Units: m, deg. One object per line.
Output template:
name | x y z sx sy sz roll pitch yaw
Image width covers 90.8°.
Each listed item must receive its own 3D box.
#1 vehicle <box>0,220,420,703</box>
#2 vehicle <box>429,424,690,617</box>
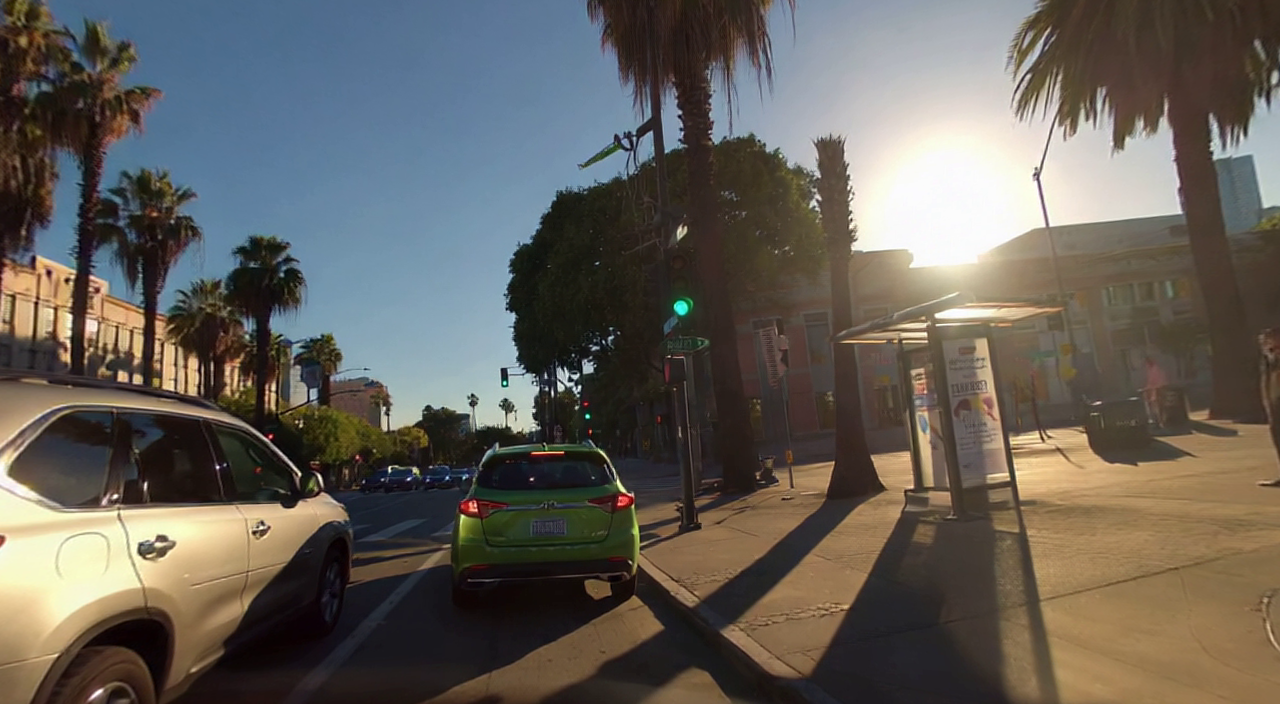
vehicle | -2.764 0.911 3.258 2.098 1.851 4.571 1 -9 -7
vehicle | -1.019 1.645 7.222 2.065 1.467 4.289 2 -9 -11
